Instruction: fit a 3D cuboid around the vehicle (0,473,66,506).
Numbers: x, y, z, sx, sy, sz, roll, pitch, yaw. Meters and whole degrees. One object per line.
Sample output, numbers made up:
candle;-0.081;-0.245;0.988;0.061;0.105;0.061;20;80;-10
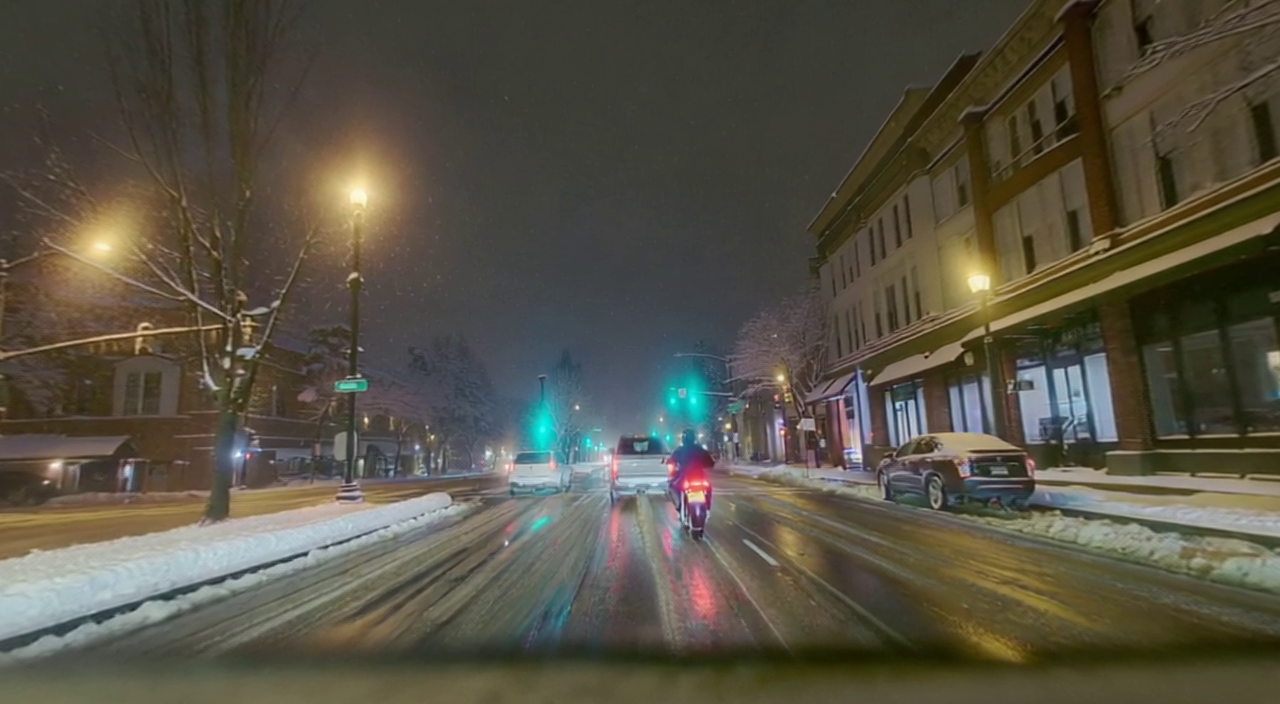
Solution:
vehicle;-39.795;8.661;39.901;4.961;1.878;1.967;0;-9;-2

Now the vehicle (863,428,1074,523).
vehicle;7.161;2.725;14.600;2.018;1.772;4.968;0;-9;-2

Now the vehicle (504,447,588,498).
vehicle;-2.990;3.938;21.089;2.014;1.470;4.552;-1;-8;1

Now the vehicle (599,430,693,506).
vehicle;0.160;3.081;17.236;2.223;1.775;4.250;0;-8;0
